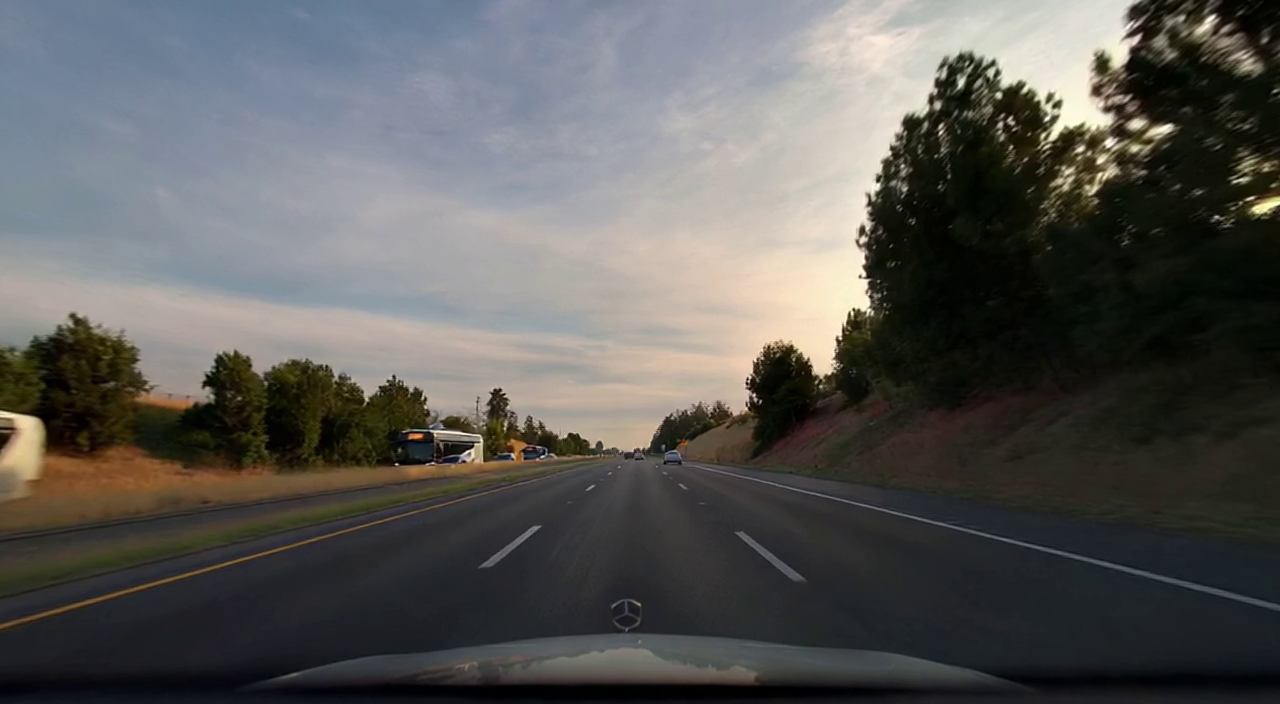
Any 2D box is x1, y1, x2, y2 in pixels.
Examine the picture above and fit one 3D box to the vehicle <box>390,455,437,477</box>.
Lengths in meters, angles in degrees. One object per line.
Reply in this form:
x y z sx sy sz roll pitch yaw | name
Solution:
-15.903 8.008 44.435 1.874 1.404 3.723 0 -9 1 | vehicle
